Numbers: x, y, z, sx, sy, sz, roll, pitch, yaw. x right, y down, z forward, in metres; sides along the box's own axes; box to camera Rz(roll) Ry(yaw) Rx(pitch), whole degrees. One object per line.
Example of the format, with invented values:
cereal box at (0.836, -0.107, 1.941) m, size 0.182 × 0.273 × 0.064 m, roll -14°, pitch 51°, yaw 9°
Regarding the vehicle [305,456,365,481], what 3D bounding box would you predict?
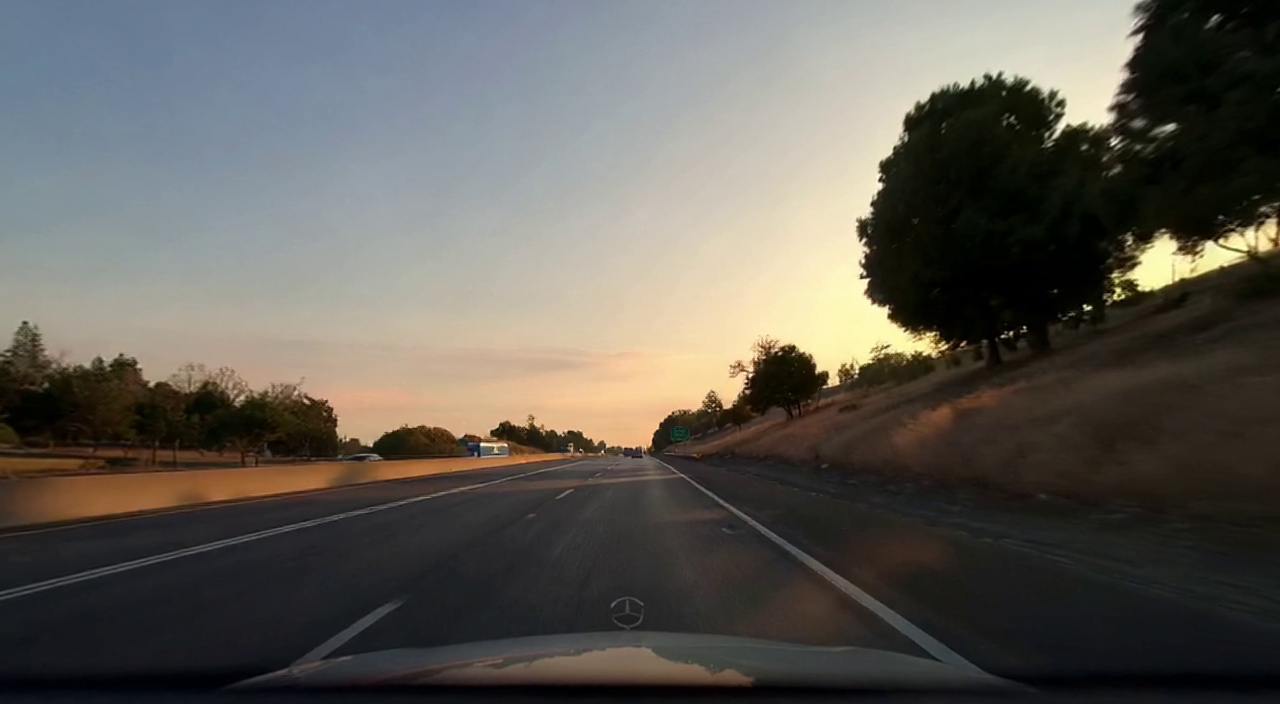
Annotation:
vehicle at (-19.144, 7.310, 39.685) m, size 1.772 × 1.466 × 3.863 m, roll 0°, pitch -9°, yaw 1°
